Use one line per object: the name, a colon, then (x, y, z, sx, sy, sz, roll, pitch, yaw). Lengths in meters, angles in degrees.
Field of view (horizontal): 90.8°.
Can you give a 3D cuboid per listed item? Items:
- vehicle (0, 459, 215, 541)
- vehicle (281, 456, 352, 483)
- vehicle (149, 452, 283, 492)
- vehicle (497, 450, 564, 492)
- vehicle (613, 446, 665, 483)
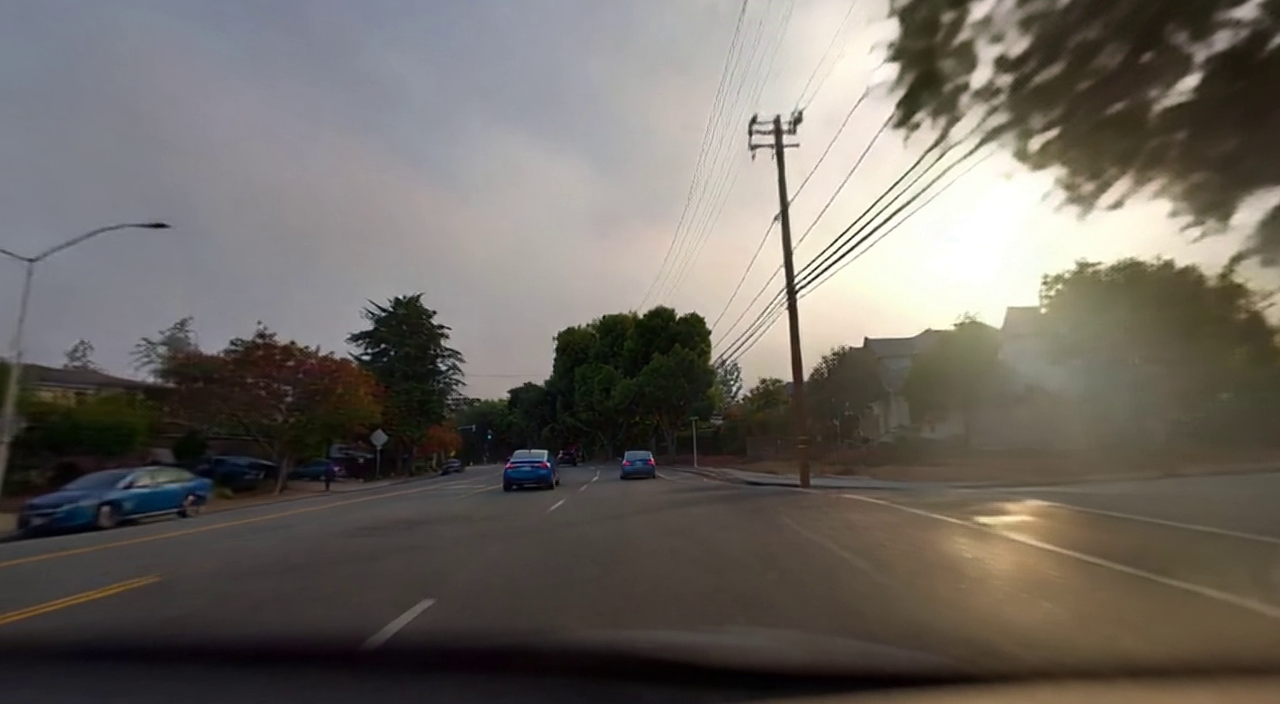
vehicle: (-14.309, 3.925, 17.427, 2.083, 1.817, 4.532, -1, -9, -2)
vehicle: (-22.129, 8.024, 43.309, 3.836, 1.693, 1.849, 0, -9, -7)
vehicle: (-23.081, 6.553, 34.593, 5.681, 1.954, 2.200, -1, -9, -1)
vehicle: (-4.053, 4.475, 24.138, 1.913, 1.425, 4.235, -1, -9, -2)
vehicle: (-0.132, 5.145, 29.267, 2.168, 1.504, 4.284, 0, -9, -3)
